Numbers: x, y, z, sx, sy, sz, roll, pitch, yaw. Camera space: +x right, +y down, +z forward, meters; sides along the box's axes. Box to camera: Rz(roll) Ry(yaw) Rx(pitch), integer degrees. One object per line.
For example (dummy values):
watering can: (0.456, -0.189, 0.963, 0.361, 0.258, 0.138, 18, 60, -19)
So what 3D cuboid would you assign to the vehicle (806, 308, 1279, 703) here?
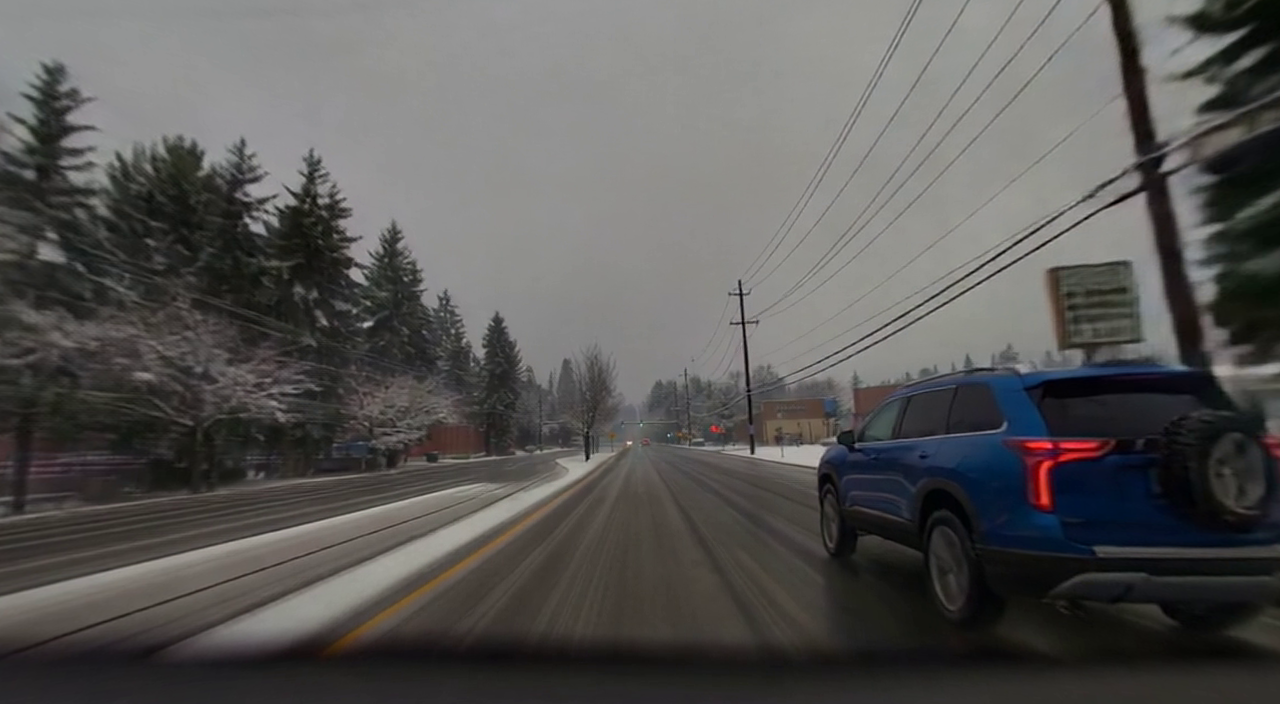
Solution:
vehicle: (3.008, 1.049, 4.961, 2.060, 1.820, 4.713, 0, -8, -1)
